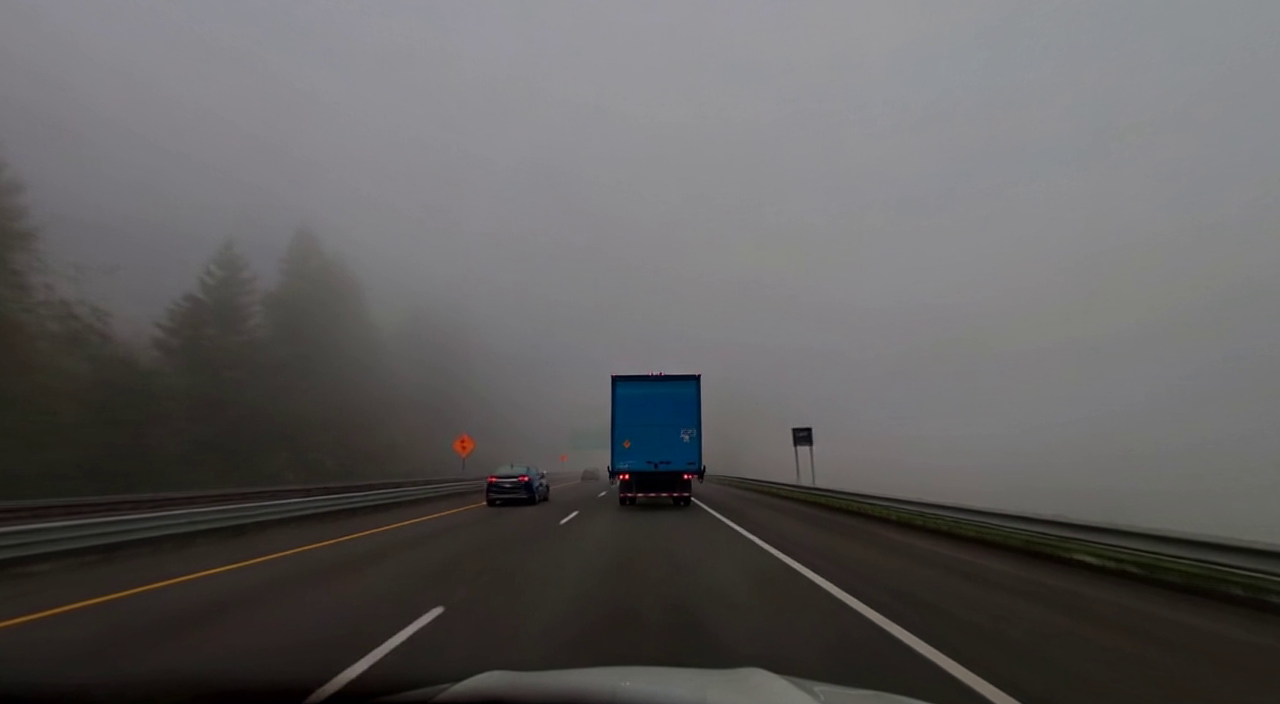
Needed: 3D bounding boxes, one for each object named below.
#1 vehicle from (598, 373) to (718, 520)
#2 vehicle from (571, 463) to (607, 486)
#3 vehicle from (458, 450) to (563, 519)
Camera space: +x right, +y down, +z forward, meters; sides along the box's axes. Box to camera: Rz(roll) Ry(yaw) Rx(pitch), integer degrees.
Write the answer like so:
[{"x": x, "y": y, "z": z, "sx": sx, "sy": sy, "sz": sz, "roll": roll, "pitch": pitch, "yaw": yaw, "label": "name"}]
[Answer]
[{"x": 0.379, "y": 3.251, "z": 20.835, "sx": 3.008, "sy": 3.678, "sz": 9.512, "roll": 1, "pitch": -10, "yaw": -1, "label": "vehicle"}, {"x": -3.524, "y": 8.632, "z": 44.422, "sx": 2.079, "sy": 1.506, "sz": 4.821, "roll": 0, "pitch": -10, "yaw": 1, "label": "vehicle"}, {"x": -3.558, "y": 3.783, "z": 18.281, "sx": 2.076, "sy": 1.691, "sz": 4.555, "roll": 1, "pitch": -10, "yaw": 0, "label": "vehicle"}]
